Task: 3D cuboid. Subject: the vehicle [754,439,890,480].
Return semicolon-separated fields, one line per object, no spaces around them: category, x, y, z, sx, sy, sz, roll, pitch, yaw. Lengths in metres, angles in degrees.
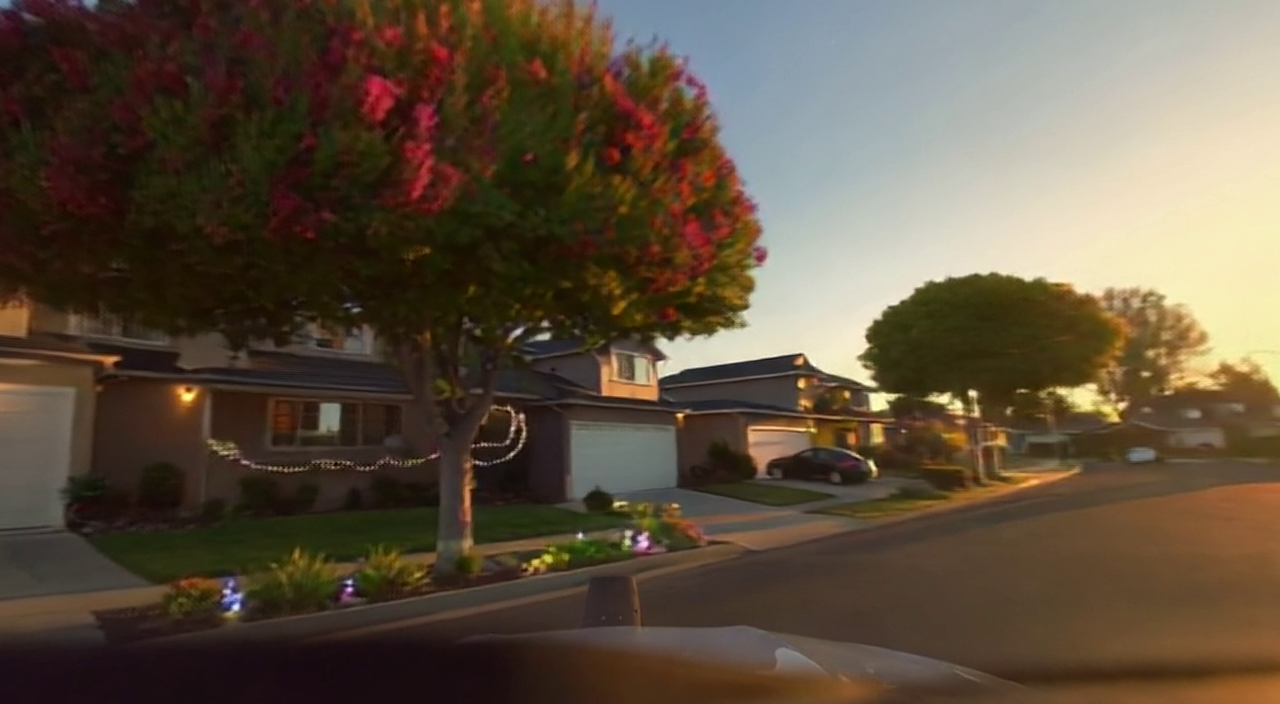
vehicle;7.280;4.332;25.636;4.916;1.485;1.807;-7;-11;38
